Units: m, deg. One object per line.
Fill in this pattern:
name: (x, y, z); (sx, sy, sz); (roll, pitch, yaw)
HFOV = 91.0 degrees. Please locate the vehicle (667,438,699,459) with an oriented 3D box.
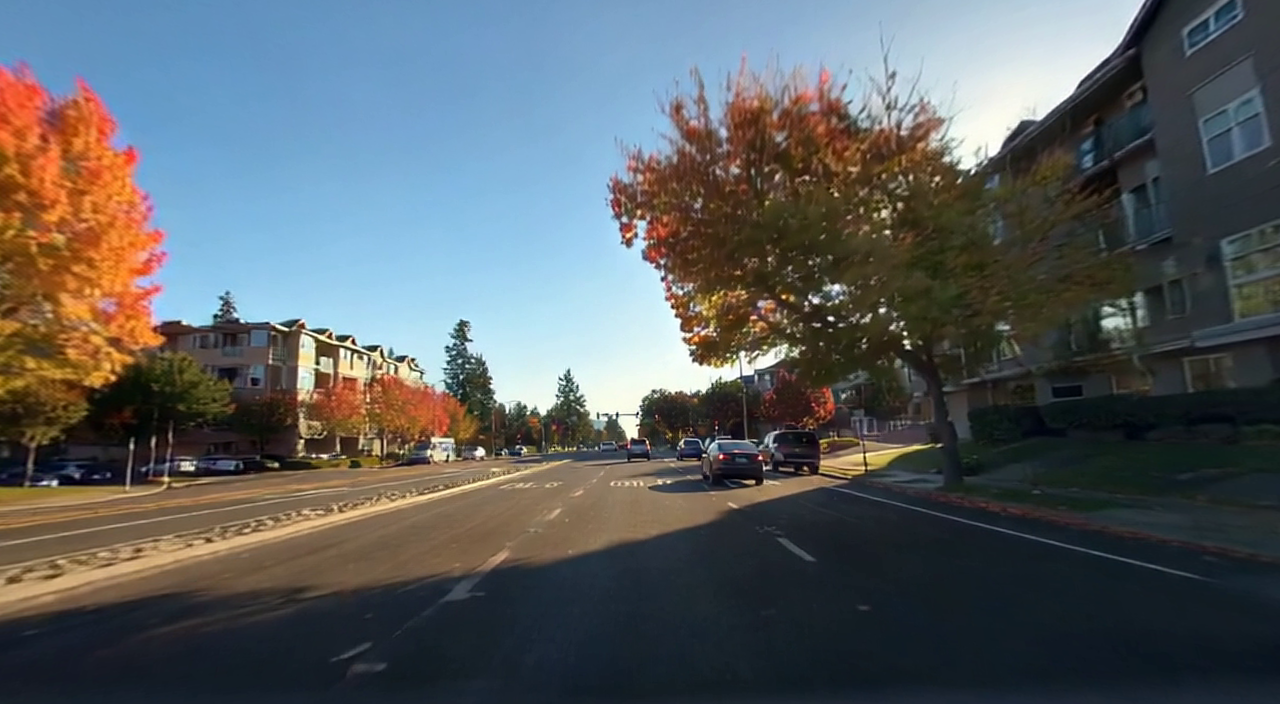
vehicle: (3.315, 7.532, 49.152); (2.178, 1.546, 4.311); (0, -9, 0)

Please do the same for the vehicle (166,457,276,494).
vehicle: (-19.361, 5.687, 29.393); (1.886, 1.495, 4.593); (0, -9, 1)

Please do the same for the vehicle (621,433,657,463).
vehicle: (-0.105, 6.362, 41.811); (2.239, 1.856, 4.815); (0, -9, -1)

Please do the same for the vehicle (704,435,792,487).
vehicle: (3.391, 3.518, 20.707); (1.977, 1.498, 4.521); (0, -9, -1)

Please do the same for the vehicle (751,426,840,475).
vehicle: (6.776, 4.390, 28.234); (2.378, 1.946, 5.826); (0, -9, -1)

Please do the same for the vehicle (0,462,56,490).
vehicle: (-41.664, 8.171, 41.475); (4.550, 1.660, 2.054); (-1, -8, 5)
